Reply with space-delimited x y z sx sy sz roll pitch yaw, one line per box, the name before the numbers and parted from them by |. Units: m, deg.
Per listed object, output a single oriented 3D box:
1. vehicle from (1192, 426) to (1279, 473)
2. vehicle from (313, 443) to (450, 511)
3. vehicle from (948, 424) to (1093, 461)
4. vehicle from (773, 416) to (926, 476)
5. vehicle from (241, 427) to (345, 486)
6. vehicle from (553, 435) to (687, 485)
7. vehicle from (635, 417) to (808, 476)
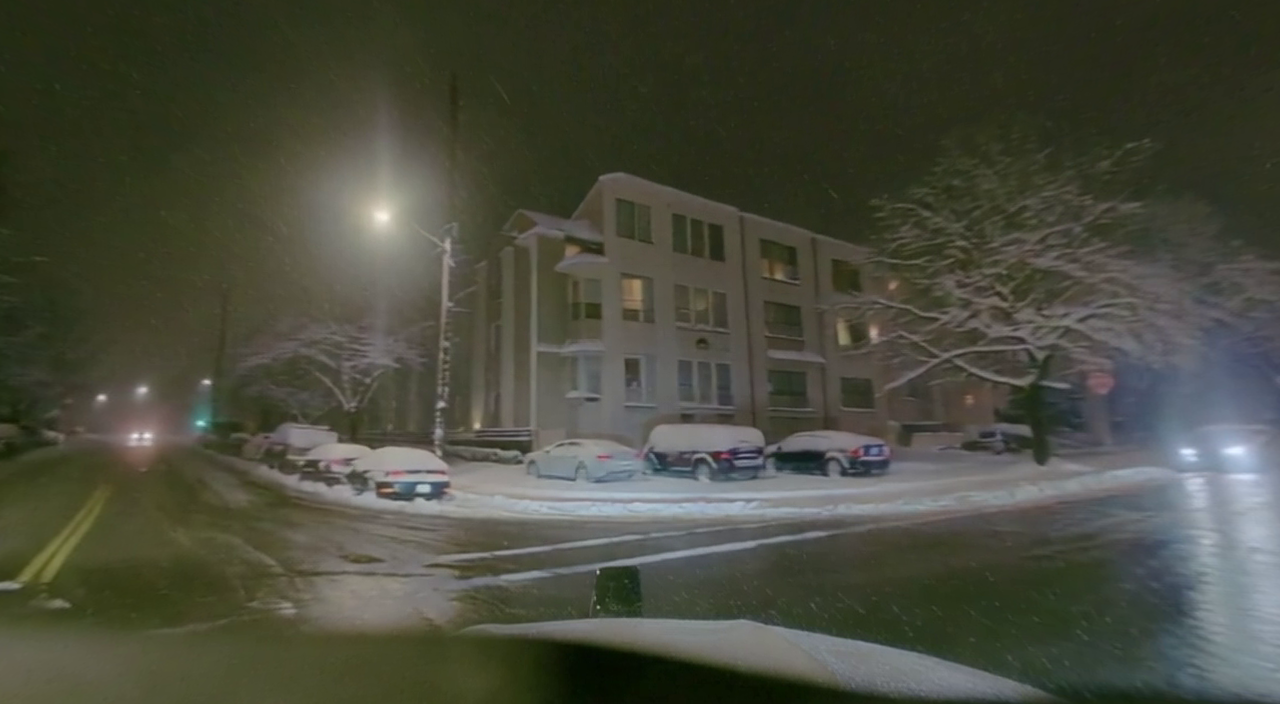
vehicle | 20.804 3.315 21.626 4.076 1.454 2.009 7 -11 -39
vehicle | -6.693 3.037 15.971 1.977 1.410 4.744 6 -10 -37
vehicle | 16.574 3.996 27.697 1.802 1.480 5.079 6 -10 -39
vehicle | 6.202 2.745 18.461 4.413 1.549 1.918 5 -10 -34
vehicle | -13.698 4.023 24.631 2.365 1.970 6.011 6 -11 -39
vehicle | -0.573 3.373 20.012 3.821 1.417 2.061 7 -11 -41
vehicle | 2.566 2.814 18.906 5.312 1.533 2.104 7 -11 -40
